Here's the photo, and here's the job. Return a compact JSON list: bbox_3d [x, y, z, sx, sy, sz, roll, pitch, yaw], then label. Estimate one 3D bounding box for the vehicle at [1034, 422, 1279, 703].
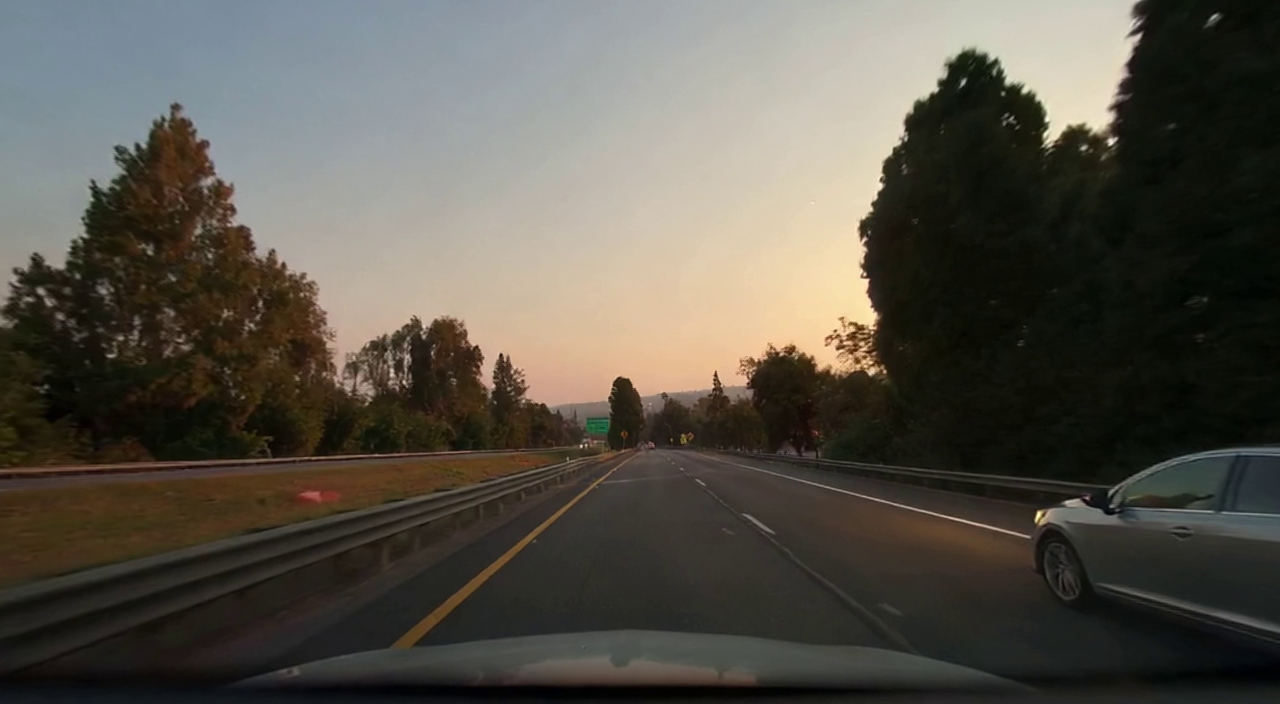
[{"bbox_3d":[3.611,0.884,1.764,1.959,1.428,4.828,0,-8,1],"label":"vehicle"}]
